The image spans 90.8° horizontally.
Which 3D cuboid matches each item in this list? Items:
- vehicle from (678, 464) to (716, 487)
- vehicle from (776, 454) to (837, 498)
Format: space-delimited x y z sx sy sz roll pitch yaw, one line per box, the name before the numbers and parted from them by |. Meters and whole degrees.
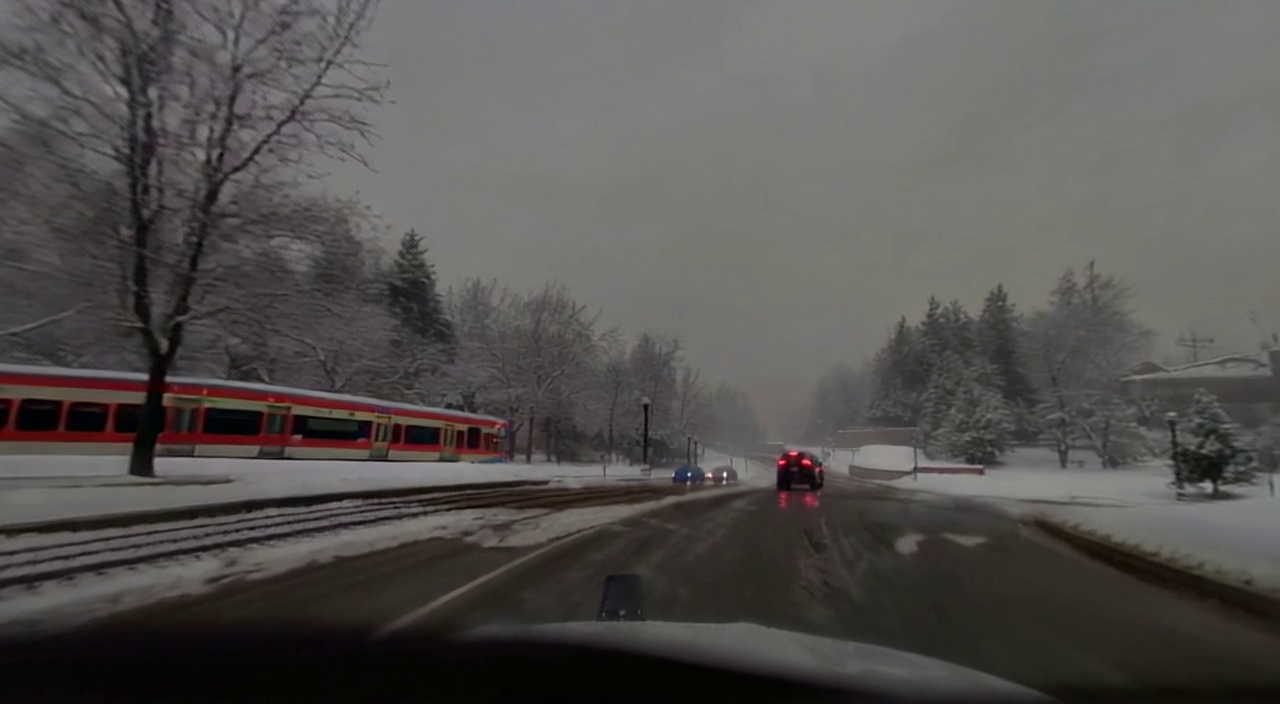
vehicle | 4.325 9.253 47.636 2.042 1.531 4.403 -3 -9 16
vehicle | 7.557 5.471 28.330 2.263 1.765 4.237 -3 -9 19
